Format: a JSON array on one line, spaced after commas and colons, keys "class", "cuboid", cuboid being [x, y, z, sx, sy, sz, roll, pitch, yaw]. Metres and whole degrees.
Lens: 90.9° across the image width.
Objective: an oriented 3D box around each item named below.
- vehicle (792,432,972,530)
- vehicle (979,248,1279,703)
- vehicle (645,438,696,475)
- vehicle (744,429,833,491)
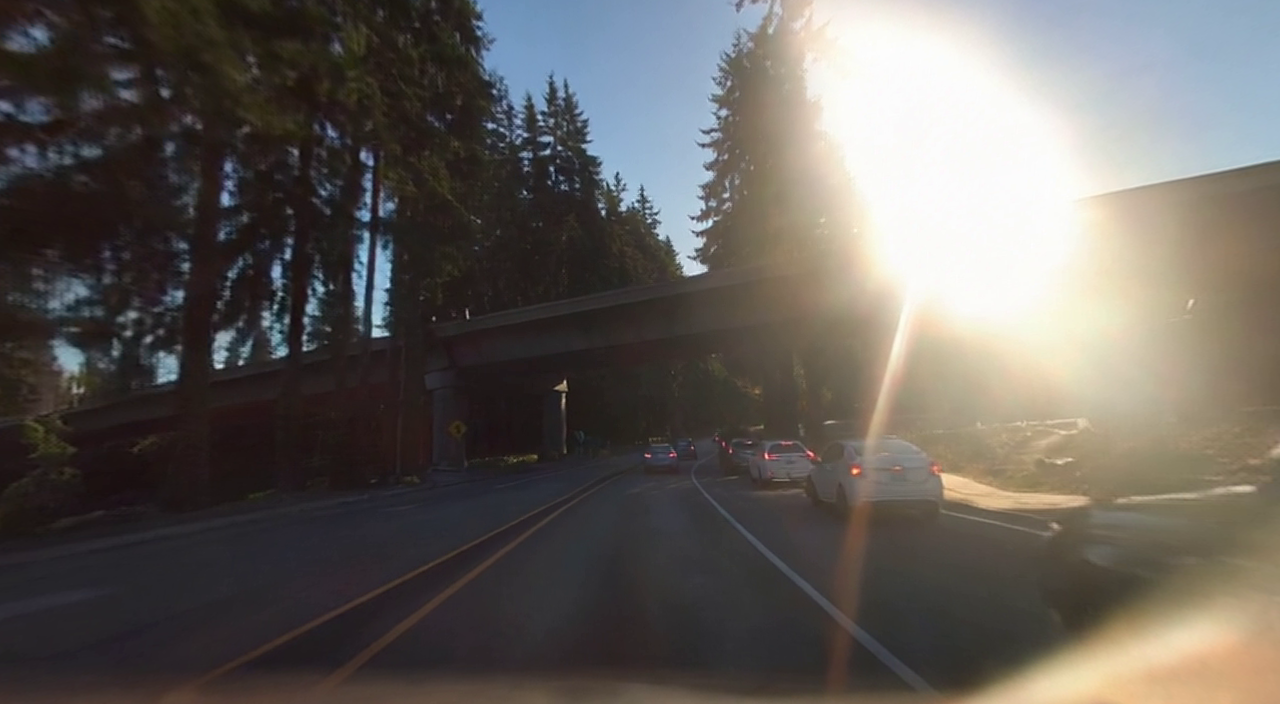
[{"class": "vehicle", "cuboid": [4.280, 2.316, 11.879, 1.911, 1.525, 3.755, 0, -8, 1]}, {"class": "vehicle", "cuboid": [3.316, 0.530, 1.501, 2.273, 1.944, 4.866, 0, -8, 0]}, {"class": "vehicle", "cuboid": [1.413, 4.559, 27.743, 2.078, 1.506, 4.058, -1, -8, 5]}, {"class": "vehicle", "cuboid": [4.589, 3.407, 20.185, 1.947, 1.745, 4.452, 0, -8, 2]}]
